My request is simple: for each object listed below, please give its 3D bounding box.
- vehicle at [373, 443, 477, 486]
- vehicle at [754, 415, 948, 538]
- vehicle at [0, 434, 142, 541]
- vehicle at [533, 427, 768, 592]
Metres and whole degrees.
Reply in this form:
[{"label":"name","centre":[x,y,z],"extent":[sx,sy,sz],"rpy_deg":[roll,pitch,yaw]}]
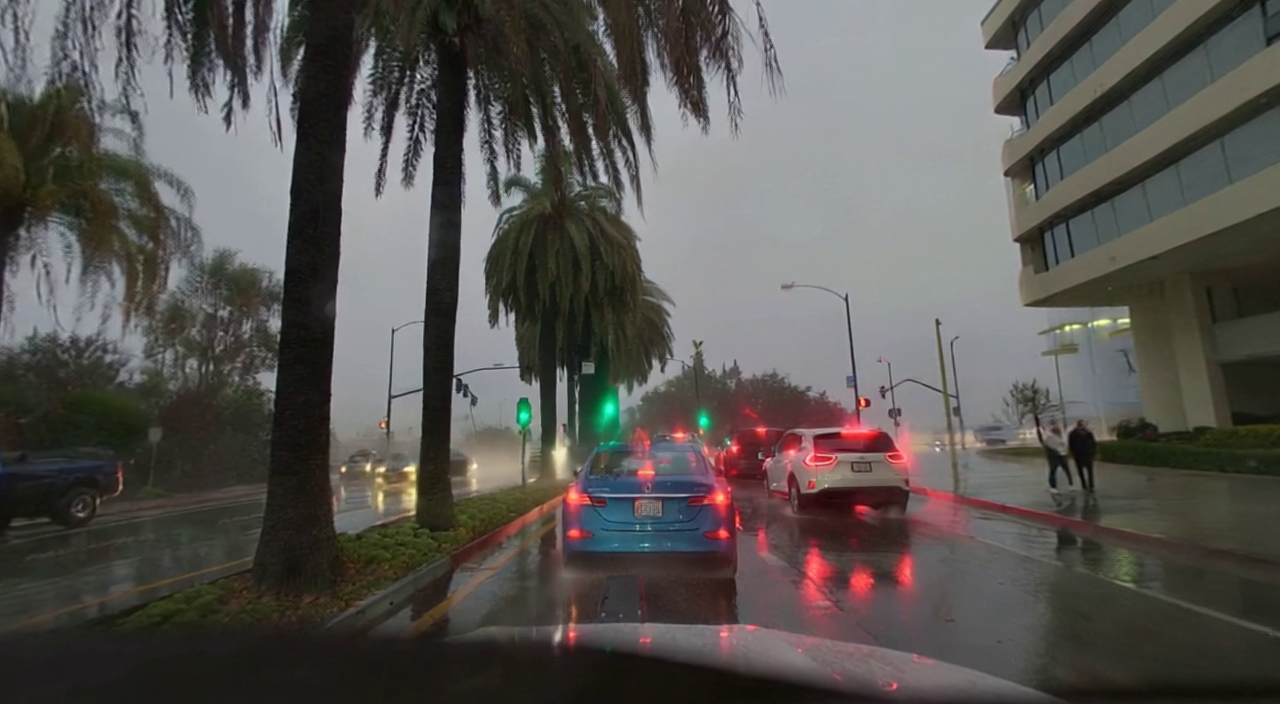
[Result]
[{"label":"vehicle","centre":[-7.851,4.150,23.638],"extent":[1.898,1.439,4.540],"rpy_deg":[-1,-8,6]},{"label":"vehicle","centre":[3.401,2.106,11.236],"extent":[2.003,1.733,4.319],"rpy_deg":[0,-8,1]},{"label":"vehicle","centre":[-13.055,2.715,12.283],"extent":[2.240,1.964,5.707],"rpy_deg":[-6,-8,0]},{"label":"vehicle","centre":[0.134,1.710,7.700],"extent":[2.088,1.452,3.993],"rpy_deg":[0,-8,1]}]
